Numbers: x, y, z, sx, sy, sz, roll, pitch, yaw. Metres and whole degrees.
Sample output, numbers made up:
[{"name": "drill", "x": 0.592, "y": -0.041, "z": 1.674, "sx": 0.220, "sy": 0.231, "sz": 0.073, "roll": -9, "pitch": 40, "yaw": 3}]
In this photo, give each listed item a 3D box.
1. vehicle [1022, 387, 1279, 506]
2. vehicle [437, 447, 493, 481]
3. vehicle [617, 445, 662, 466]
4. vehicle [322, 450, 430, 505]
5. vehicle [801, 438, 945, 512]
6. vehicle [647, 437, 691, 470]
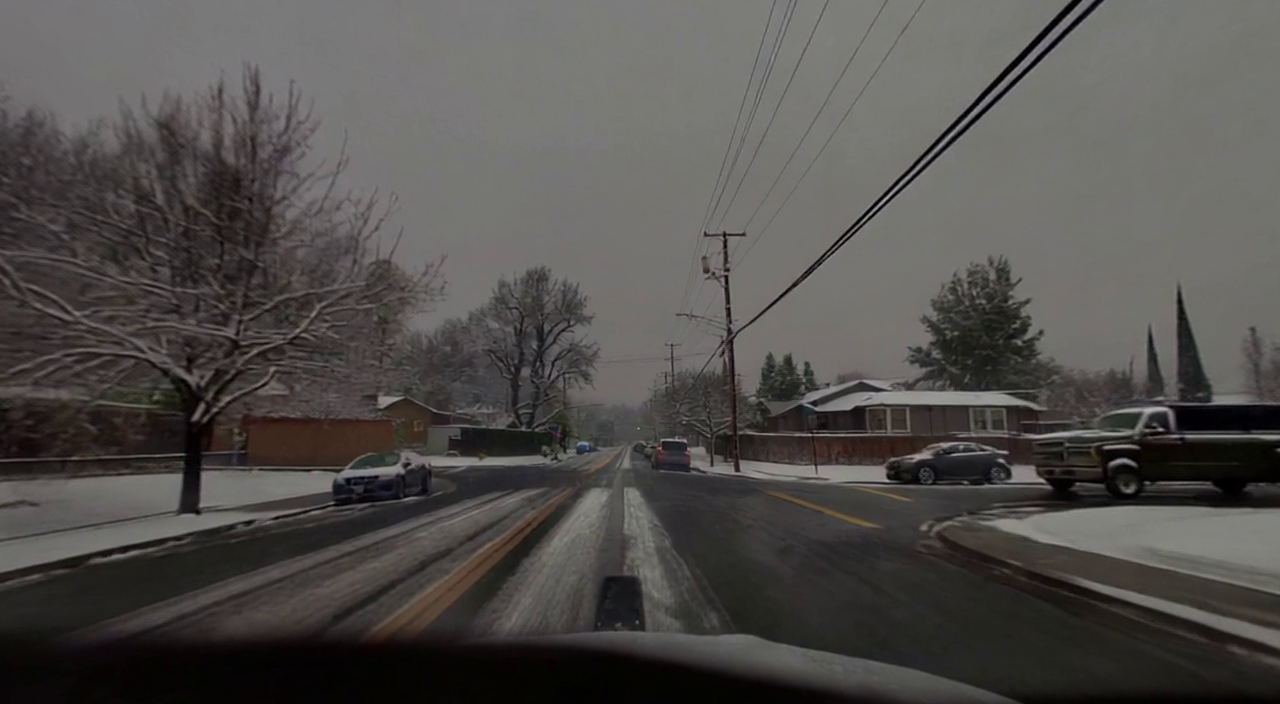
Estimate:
[{"name": "vehicle", "x": 18.086, "y": 2.974, "z": 19.965, "sx": 10.500, "sy": 3.344, "sz": 2.906, "roll": 1, "pitch": -9, "yaw": -8}, {"name": "vehicle", "x": -8.556, "y": 5.380, "z": 30.560, "sx": 2.033, "sy": 1.477, "sz": 4.626, "roll": 4, "pitch": -10, "yaw": -21}, {"name": "vehicle", "x": -0.114, "y": 8.087, "z": 49.315, "sx": 1.856, "sy": 1.512, "sz": 4.292, "roll": 4, "pitch": -10, "yaw": -25}, {"name": "vehicle", "x": -7.816, "y": 3.707, "z": 19.159, "sx": 1.997, "sy": 1.456, "sz": 4.319, "roll": 1, "pitch": -9, "yaw": -9}, {"name": "vehicle", "x": 6.163, "y": 3.125, "z": 16.471, "sx": 1.944, "sy": 1.636, "sz": 4.140, "roll": -9, "pitch": -12, "yaw": 43}, {"name": "vehicle", "x": 1.809, "y": 6.649, "z": 41.578, "sx": 2.173, "sy": 1.992, "sz": 5.891, "roll": 1, "pitch": -9, "yaw": -4}]
